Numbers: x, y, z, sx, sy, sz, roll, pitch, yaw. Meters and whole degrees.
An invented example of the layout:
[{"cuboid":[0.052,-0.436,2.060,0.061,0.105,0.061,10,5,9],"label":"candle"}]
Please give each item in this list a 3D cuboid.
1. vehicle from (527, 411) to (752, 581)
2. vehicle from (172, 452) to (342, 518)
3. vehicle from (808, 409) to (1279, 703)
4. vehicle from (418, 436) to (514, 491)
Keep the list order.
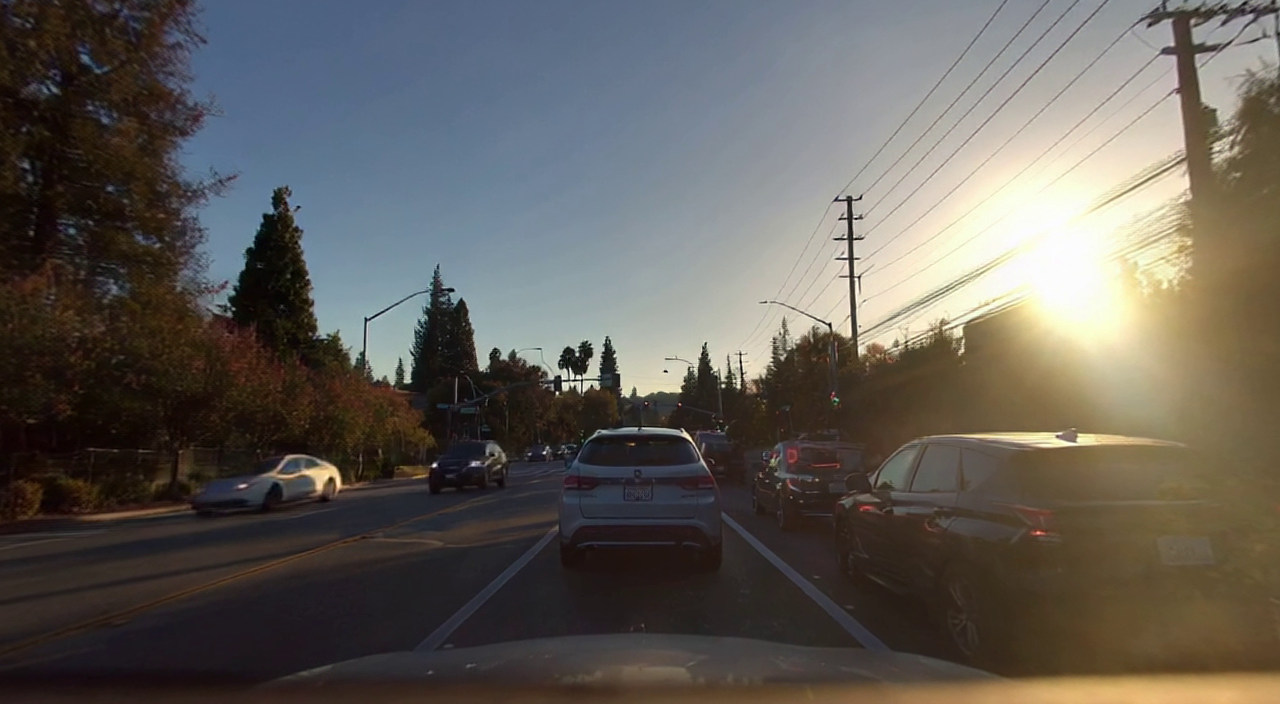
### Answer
[{"cuboid":[0.007,1.722,8.323,2.200,1.653,4.127,0,-8,0],"label":"vehicle"},{"cuboid":[-9.993,3.459,16.908,1.921,1.471,4.137,0,-8,1],"label":"vehicle"},{"cuboid":[2.885,1.316,4.980,1.950,1.487,4.275,0,-8,0],"label":"vehicle"},{"cuboid":[-6.084,3.951,22.644,2.068,1.739,4.572,0,-8,1],"label":"vehicle"}]
